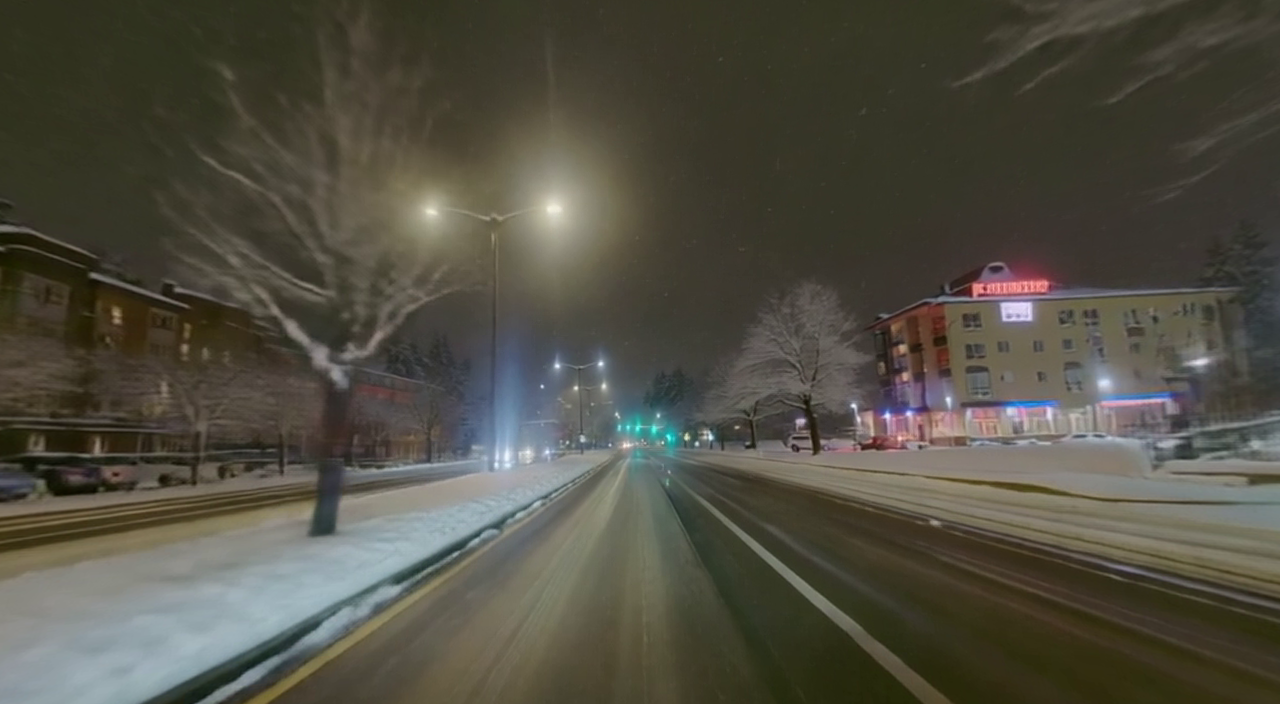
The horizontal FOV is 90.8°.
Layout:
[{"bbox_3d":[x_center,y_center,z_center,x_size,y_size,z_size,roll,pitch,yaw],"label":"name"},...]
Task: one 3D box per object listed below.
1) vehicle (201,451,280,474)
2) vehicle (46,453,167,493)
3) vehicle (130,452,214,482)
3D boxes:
[{"bbox_3d":[-30.374,8.427,48.106,4.679,1.661,1.923,0,-8,0],"label":"vehicle"},{"bbox_3d":[-25.474,5.758,30.430,1.979,1.652,4.678,0,-9,-5],"label":"vehicle"},{"bbox_3d":[-28.822,7.082,39.084,1.989,1.692,4.362,0,-9,-3],"label":"vehicle"}]
